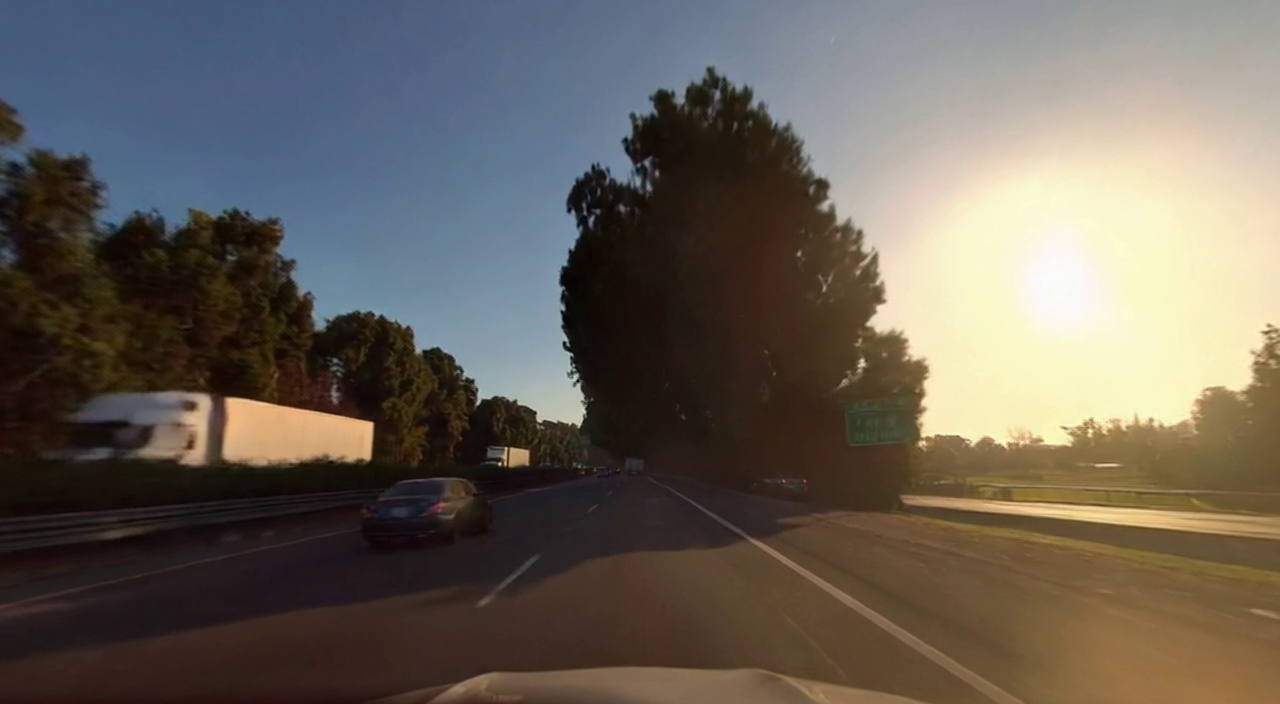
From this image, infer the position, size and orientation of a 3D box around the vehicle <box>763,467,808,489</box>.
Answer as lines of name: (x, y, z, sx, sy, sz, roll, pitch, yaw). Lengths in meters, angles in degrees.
vehicle: (10.935, 9.505, 47.642, 1.993, 1.512, 4.314, 2, -11, -5)

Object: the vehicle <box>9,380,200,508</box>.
vehicle: (-16.883, 2.960, 20.169, 3.162, 3.730, 2.809, 1, -10, 0)

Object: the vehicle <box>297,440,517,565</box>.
vehicle: (-3.580, 2.448, 10.826, 1.912, 1.631, 4.672, 1, -11, 1)

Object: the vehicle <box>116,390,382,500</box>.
vehicle: (-16.877, 4.617, 29.667, 3.233, 3.890, 14.257, 1, -11, 1)
